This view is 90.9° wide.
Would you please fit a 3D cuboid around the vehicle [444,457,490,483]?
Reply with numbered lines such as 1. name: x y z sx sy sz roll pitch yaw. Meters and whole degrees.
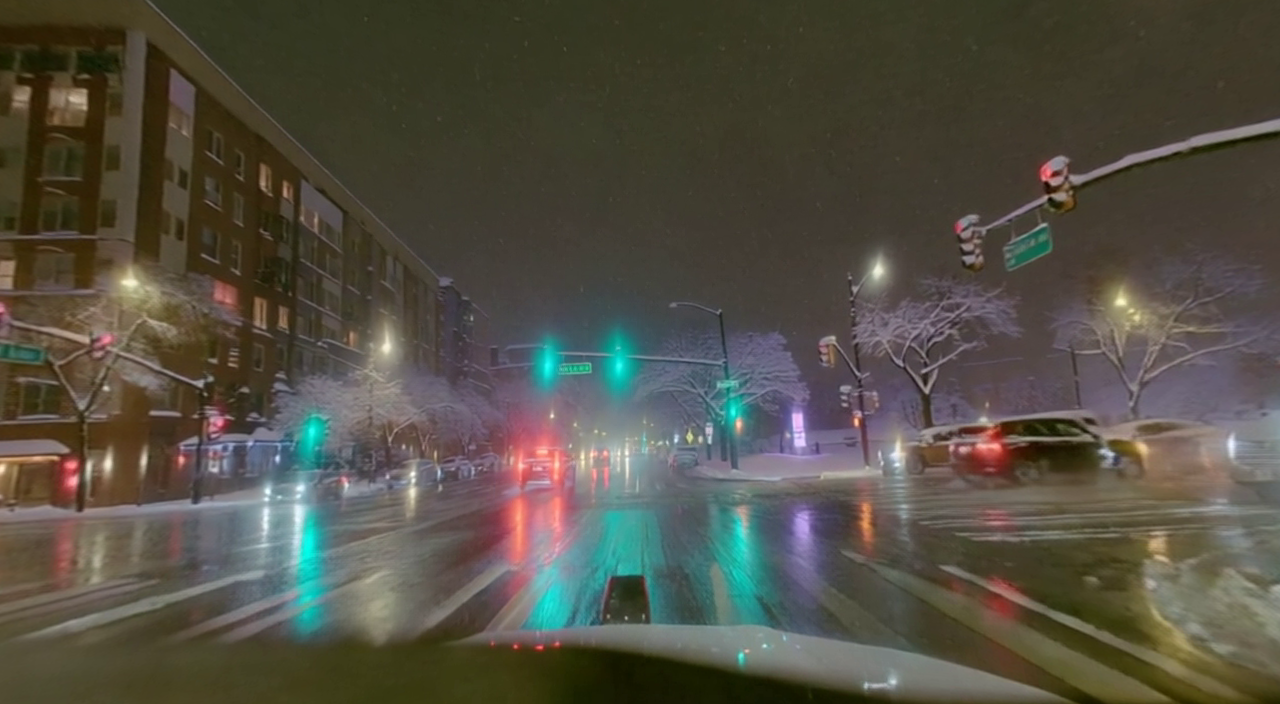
1. vehicle: -11.897 8.094 43.510 1.933 1.628 3.973 -1 -8 2

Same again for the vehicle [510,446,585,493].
1. vehicle: -3.164 4.107 22.399 1.973 1.496 3.713 -1 -8 2

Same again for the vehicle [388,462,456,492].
1. vehicle: -12.254 7.015 35.759 1.934 1.434 4.636 -1 -8 4

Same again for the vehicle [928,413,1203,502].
1. vehicle: 8.310 2.032 12.401 4.540 1.480 2.153 3 -9 -21

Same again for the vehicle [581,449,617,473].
1. vehicle: -2.689 7.305 42.417 1.916 1.487 4.535 -1 -8 2

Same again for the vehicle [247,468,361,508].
1. vehicle: -15.254 6.169 28.931 1.999 1.466 4.535 -2 -9 14

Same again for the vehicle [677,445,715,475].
1. vehicle: 3.460 6.721 39.544 1.924 1.765 3.954 0 -8 -2
